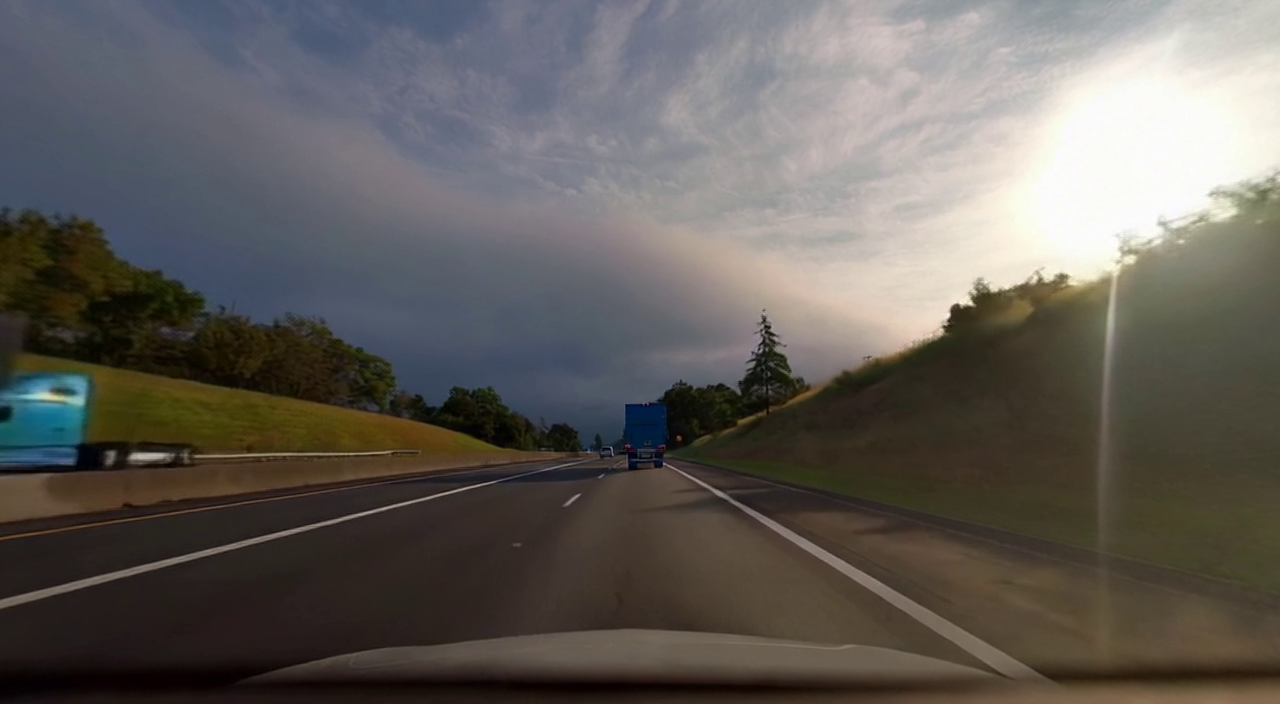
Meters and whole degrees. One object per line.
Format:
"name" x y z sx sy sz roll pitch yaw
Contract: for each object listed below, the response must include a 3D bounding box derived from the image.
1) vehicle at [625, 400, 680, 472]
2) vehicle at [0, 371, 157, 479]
"vehicle" 0.572 5.557 40.955 3.055 4.009 10.972 0 -9 -1
"vehicle" -22.686 2.776 23.109 2.922 3.559 8.696 0 -9 0
